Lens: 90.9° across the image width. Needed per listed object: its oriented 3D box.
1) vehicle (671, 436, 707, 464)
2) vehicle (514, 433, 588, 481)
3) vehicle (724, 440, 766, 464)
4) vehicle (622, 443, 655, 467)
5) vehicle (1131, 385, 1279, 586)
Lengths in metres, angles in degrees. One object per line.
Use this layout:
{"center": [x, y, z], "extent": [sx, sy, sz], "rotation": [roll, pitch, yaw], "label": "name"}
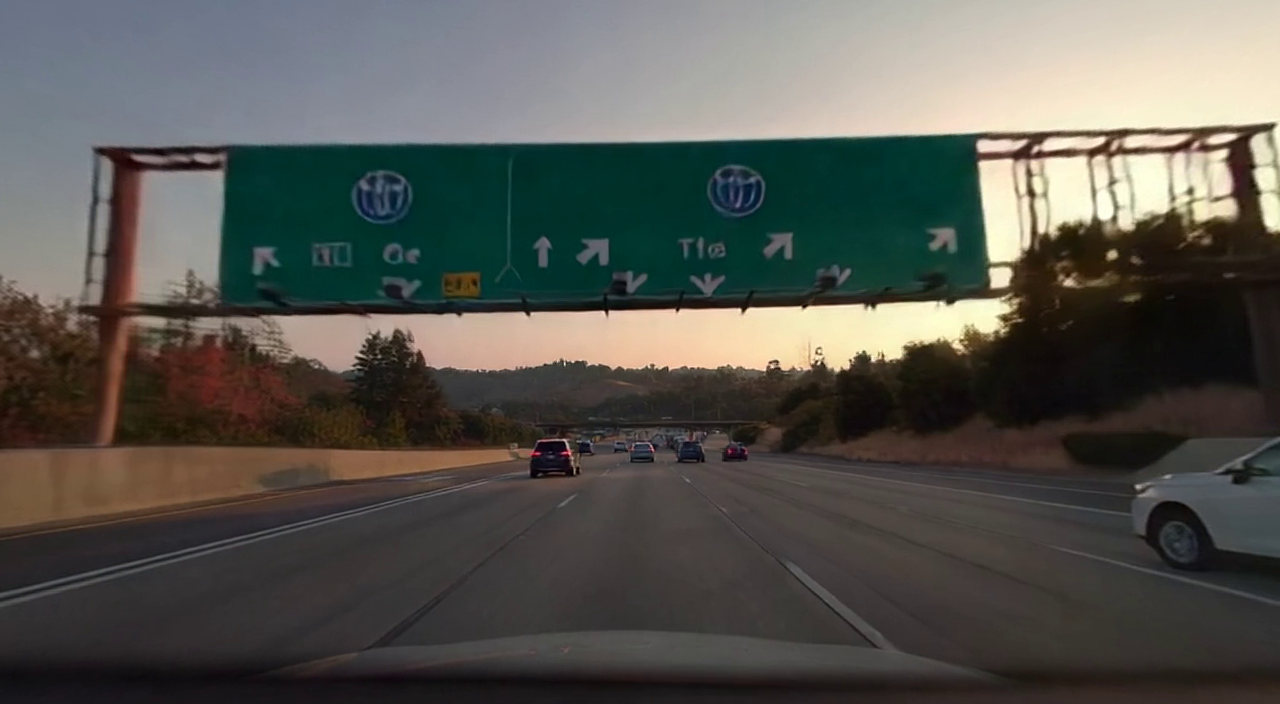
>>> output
{"center": [3.721, 7.566, 48.940], "extent": [2.348, 1.991, 5.460], "rotation": [0, -8, 0], "label": "vehicle"}
{"center": [-3.467, 4.227, 25.626], "extent": [2.118, 1.750, 4.875], "rotation": [-1, -8, 2], "label": "vehicle"}
{"center": [7.444, 7.155, 45.239], "extent": [2.196, 1.659, 4.451], "rotation": [0, -8, -1], "label": "vehicle"}
{"center": [-0.086, 6.689, 41.089], "extent": [2.050, 1.452, 3.917], "rotation": [0, -8, 0], "label": "vehicle"}
{"center": [6.709, 1.039, 4.653], "extent": [2.123, 1.756, 4.959], "rotation": [0, -8, 0], "label": "vehicle"}
